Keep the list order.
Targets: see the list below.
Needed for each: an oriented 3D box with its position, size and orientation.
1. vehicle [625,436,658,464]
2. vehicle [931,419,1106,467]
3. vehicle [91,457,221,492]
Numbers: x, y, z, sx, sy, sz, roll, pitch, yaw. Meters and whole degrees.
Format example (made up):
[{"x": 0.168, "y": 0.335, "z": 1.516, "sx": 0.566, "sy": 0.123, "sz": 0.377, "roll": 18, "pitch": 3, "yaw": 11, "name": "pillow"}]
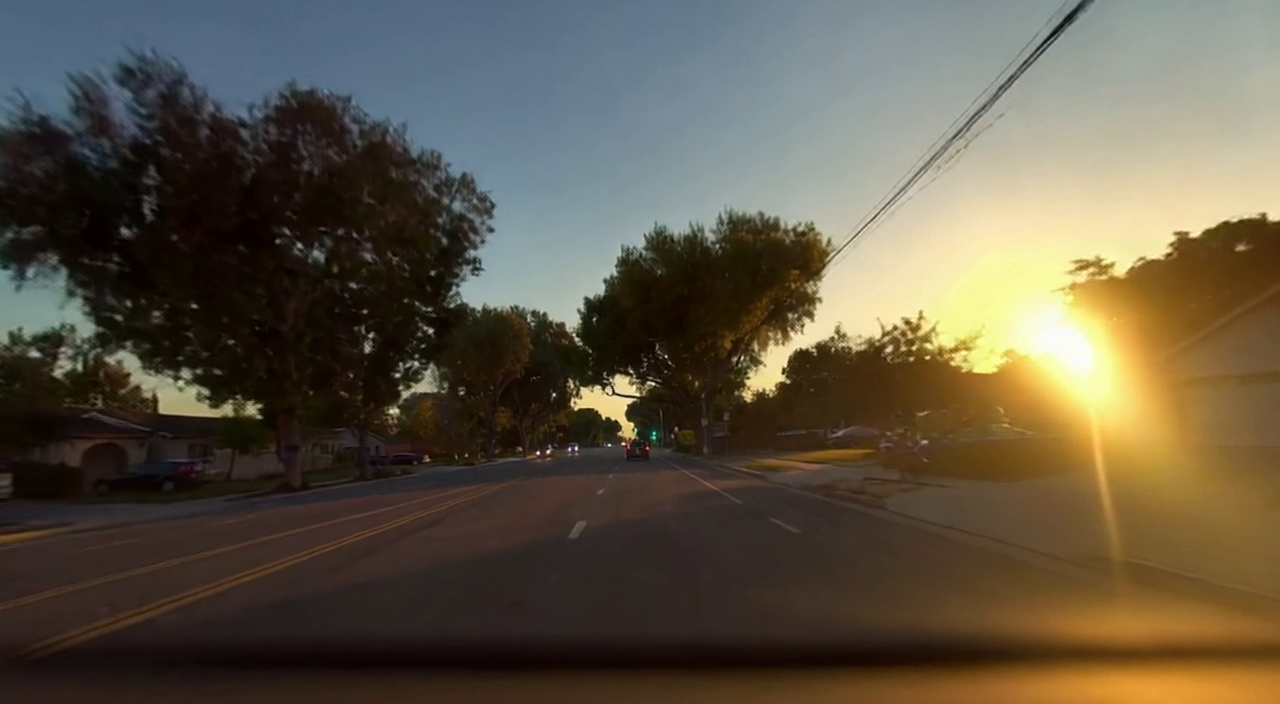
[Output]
[{"x": 0.046, "y": 6.841, "z": 44.154, "sx": 2.215, "sy": 1.799, "sz": 4.426, "roll": 0, "pitch": -8, "yaw": -2, "name": "vehicle"}, {"x": 12.096, "y": 2.939, "z": 20.413, "sx": 4.415, "sy": 1.467, "sz": 1.865, "roll": 0, "pitch": -8, "yaw": 0, "name": "vehicle"}, {"x": -22.197, "y": 5.623, "z": 29.111, "sx": 4.363, "sy": 1.503, "sz": 1.859, "roll": 0, "pitch": -8, "yaw": -3, "name": "vehicle"}]
